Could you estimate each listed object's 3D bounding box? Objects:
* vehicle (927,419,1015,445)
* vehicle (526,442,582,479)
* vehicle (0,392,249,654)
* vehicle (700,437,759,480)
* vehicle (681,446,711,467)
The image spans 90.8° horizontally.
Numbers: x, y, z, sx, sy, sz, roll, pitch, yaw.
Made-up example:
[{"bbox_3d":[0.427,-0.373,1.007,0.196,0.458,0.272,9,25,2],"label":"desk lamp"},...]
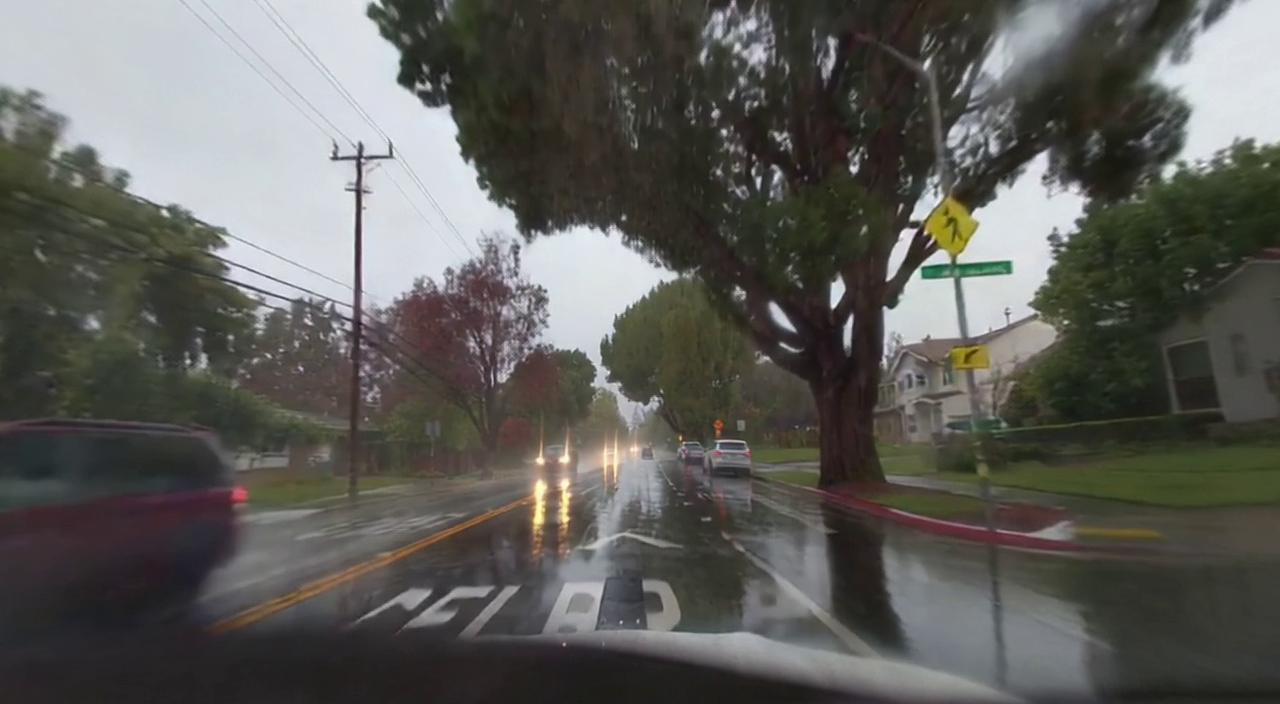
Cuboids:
[{"bbox_3d":[22.321,5.417,42.724,4.799,1.678,2.002,0,-9,-4],"label":"vehicle"},{"bbox_3d":[-4.467,5.759,33.835,2.091,1.793,5.296,-1,-8,2],"label":"vehicle"},{"bbox_3d":[-5.836,1.434,5.339,2.037,1.948,4.621,-4,-9,2],"label":"vehicle"},{"bbox_3d":[3.874,4.740,28.313,2.087,1.725,4.986,-1,-9,2],"label":"vehicle"},{"bbox_3d":[4.168,7.800,47.416,1.874,1.415,4.683,-1,-9,0],"label":"vehicle"}]
